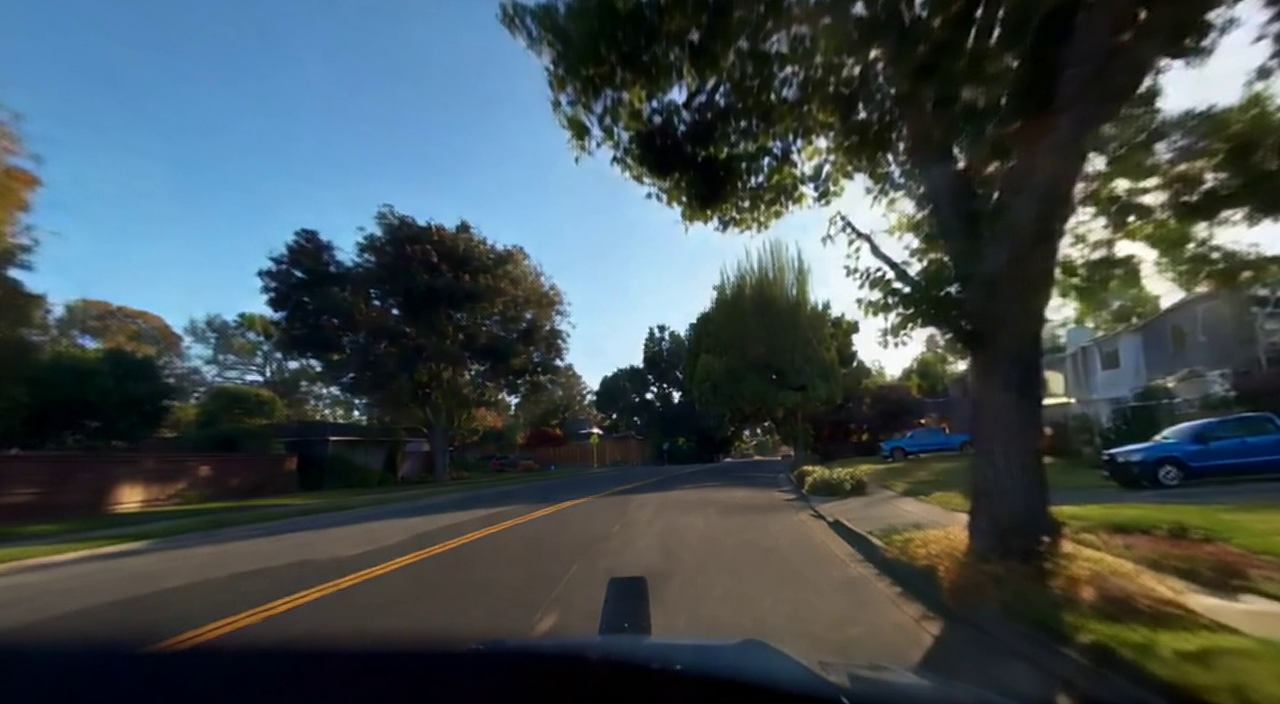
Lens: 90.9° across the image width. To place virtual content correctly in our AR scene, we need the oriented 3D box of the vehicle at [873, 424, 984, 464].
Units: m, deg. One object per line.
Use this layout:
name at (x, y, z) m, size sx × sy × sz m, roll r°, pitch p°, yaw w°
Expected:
vehicle at (17.169, 5.566, 37.901) m, size 5.704 × 1.788 × 2.095 m, roll -8°, pitch -12°, yaw 17°

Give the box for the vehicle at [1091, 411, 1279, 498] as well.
vehicle at (12.184, 1.953, 12.507) m, size 4.644 × 1.441 × 2.074 m, roll -7°, pitch -10°, yaw 14°
